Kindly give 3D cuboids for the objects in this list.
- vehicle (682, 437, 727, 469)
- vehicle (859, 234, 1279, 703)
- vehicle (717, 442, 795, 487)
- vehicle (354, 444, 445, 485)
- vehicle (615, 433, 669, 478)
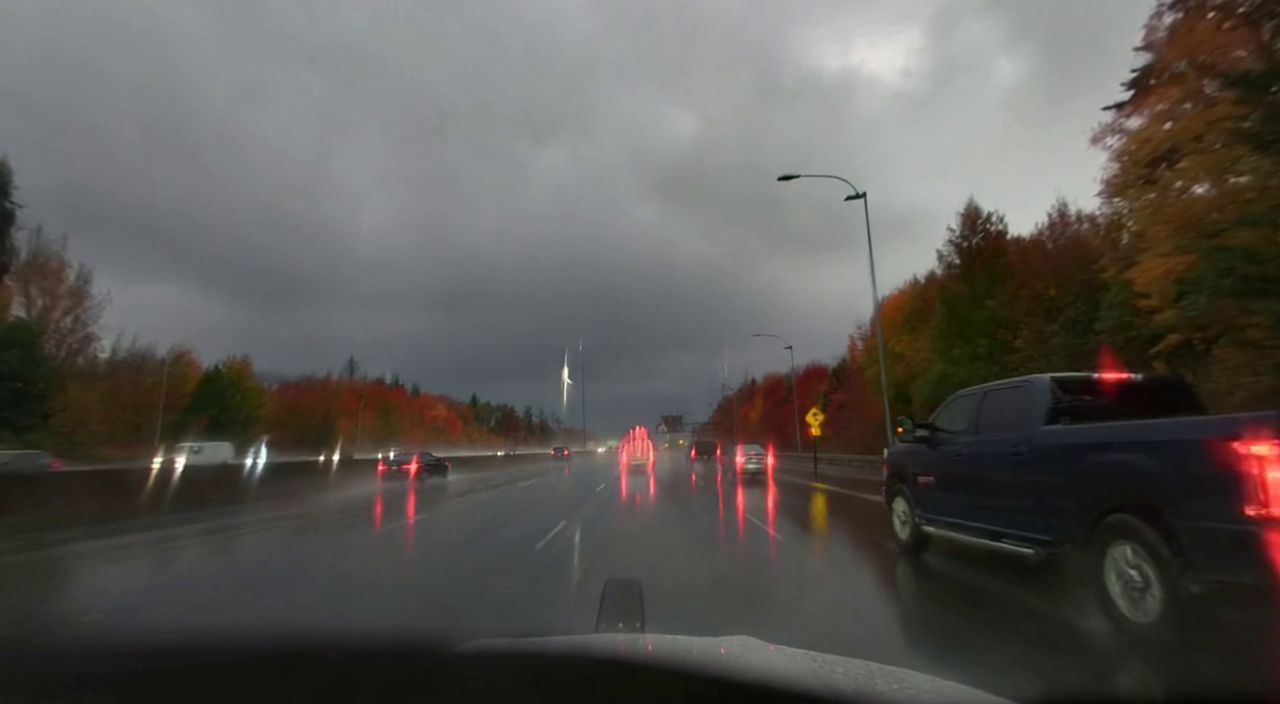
[{"bbox_3d":[4.230,6.785,42.390,2.388,1.998,5.749,0,-9,0],"label":"vehicle"},{"bbox_3d":[3.818,0.821,4.002,2.521,2.101,6.467,0,-9,0],"label":"vehicle"},{"bbox_3d":[4.270,4.233,24.055,2.057,1.508,4.767,0,-9,0],"label":"vehicle"},{"bbox_3d":[-9.910,4.650,26.374,1.989,1.529,4.433,0,-9,1],"label":"vehicle"},{"bbox_3d":[0.131,4.992,30.530,2.372,1.957,5.121,0,-9,1],"label":"vehicle"}]
